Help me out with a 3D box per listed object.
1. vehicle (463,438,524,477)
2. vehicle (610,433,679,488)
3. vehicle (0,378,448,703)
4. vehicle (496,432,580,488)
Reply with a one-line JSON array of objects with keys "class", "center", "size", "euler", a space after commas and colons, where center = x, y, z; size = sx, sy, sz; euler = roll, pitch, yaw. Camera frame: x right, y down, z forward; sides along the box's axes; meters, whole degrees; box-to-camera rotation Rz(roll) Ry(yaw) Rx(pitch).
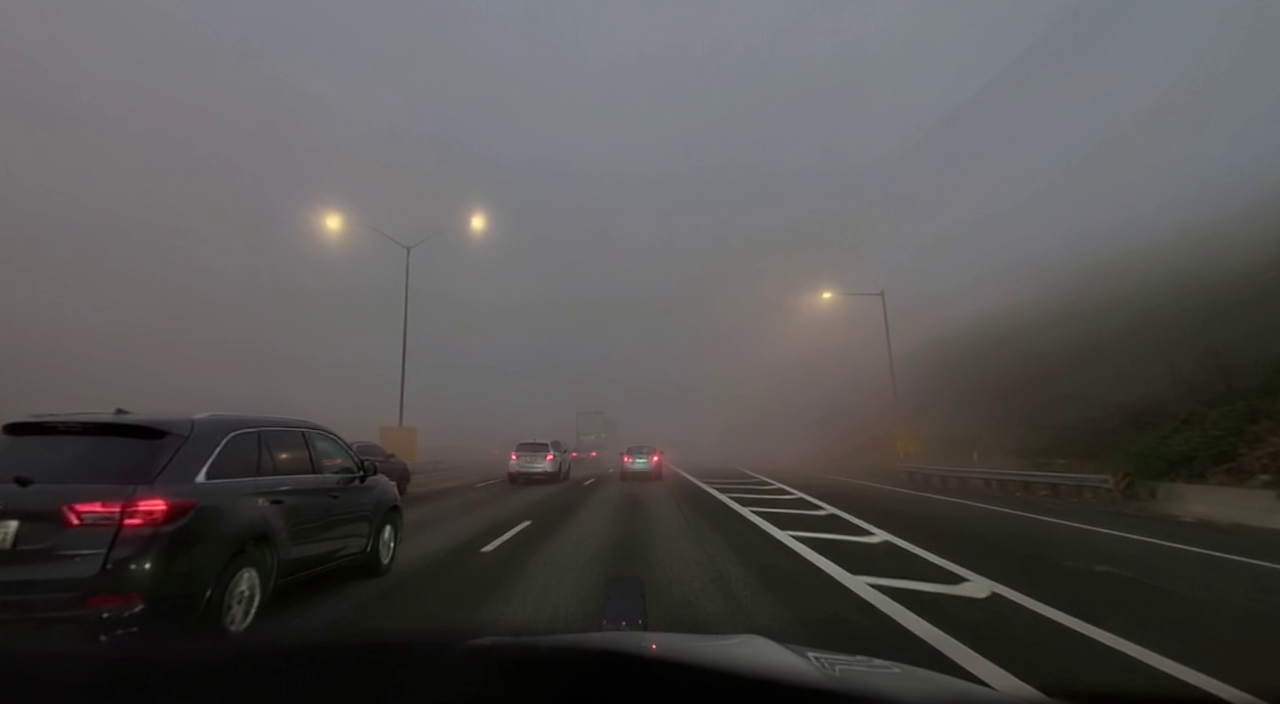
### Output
[{"class": "vehicle", "center": [-7.111, 5.129, 31.009], "size": [1.998, 1.770, 4.222], "euler": [0, -8, 0]}, {"class": "vehicle", "center": [0.163, 3.741, 22.048], "size": [2.180, 1.716, 3.920], "euler": [0, -8, 1]}, {"class": "vehicle", "center": [-3.485, 1.305, 5.493], "size": [2.209, 1.711, 4.296], "euler": [0, -8, 1]}, {"class": "vehicle", "center": [-3.495, 3.794, 22.521], "size": [2.125, 1.792, 4.466], "euler": [0, -8, 2]}]
